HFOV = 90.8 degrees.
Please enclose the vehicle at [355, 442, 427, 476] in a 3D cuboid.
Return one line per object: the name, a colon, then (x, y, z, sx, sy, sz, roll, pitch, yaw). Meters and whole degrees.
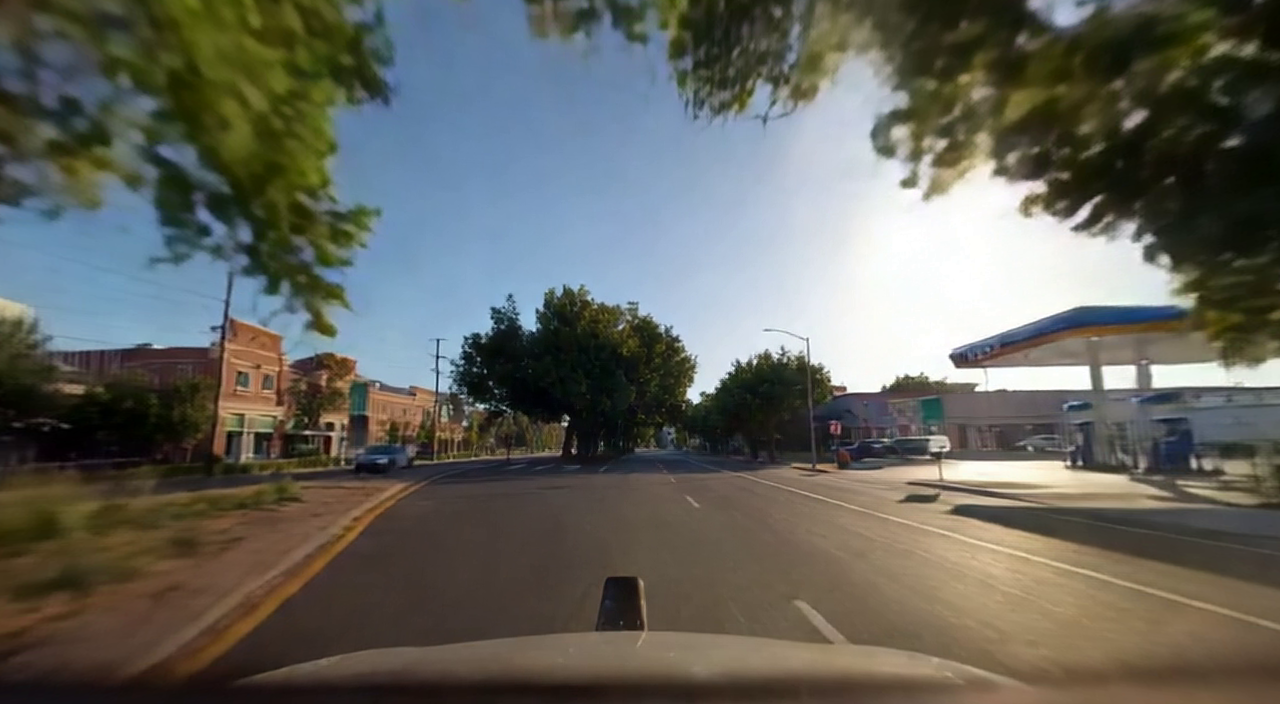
vehicle: (-11.902, 5.126, 30.506, 1.725, 1.507, 4.251, 0, -8, 1)
